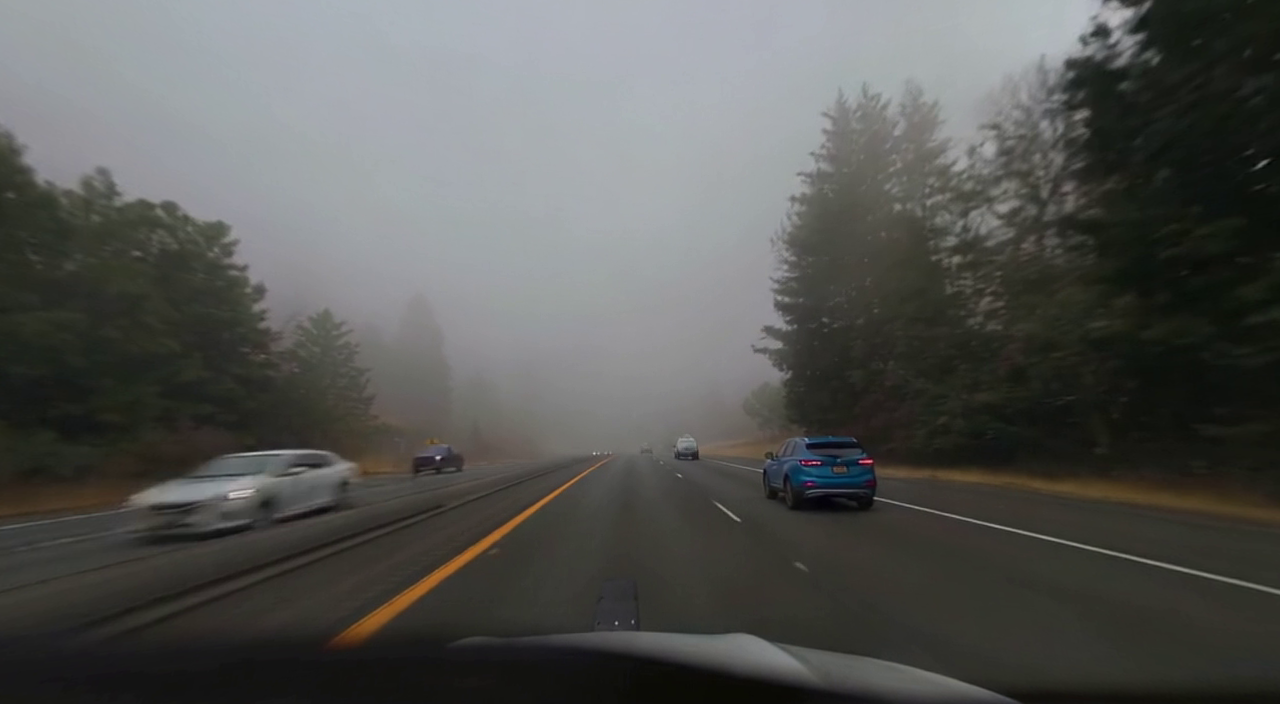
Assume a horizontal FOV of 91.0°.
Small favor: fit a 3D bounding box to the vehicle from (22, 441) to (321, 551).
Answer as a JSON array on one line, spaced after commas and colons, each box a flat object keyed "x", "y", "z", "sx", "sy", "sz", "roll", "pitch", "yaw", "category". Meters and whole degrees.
[{"x": -7.738, "y": 2.345, "z": 11.116, "sx": 1.925, "sy": 1.512, "sz": 4.387, "roll": 0, "pitch": -8, "yaw": 0, "category": "vehicle"}]

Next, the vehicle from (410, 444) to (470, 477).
[{"x": -10.939, "y": 5.931, "z": 34.739, "sx": 1.971, "sy": 1.678, "sz": 4.295, "roll": 0, "pitch": -8, "yaw": -1, "category": "vehicle"}]

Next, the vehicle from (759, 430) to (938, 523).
[{"x": 3.830, "y": 2.342, "z": 12.497, "sx": 1.999, "sy": 1.501, "sz": 4.221, "roll": 0, "pitch": -8, "yaw": -2, "category": "vehicle"}]

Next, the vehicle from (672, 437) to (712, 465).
[{"x": 3.226, "y": 6.264, "z": 39.980, "sx": 2.043, "sy": 1.673, "sz": 4.016, "roll": 0, "pitch": -8, "yaw": -2, "category": "vehicle"}]
